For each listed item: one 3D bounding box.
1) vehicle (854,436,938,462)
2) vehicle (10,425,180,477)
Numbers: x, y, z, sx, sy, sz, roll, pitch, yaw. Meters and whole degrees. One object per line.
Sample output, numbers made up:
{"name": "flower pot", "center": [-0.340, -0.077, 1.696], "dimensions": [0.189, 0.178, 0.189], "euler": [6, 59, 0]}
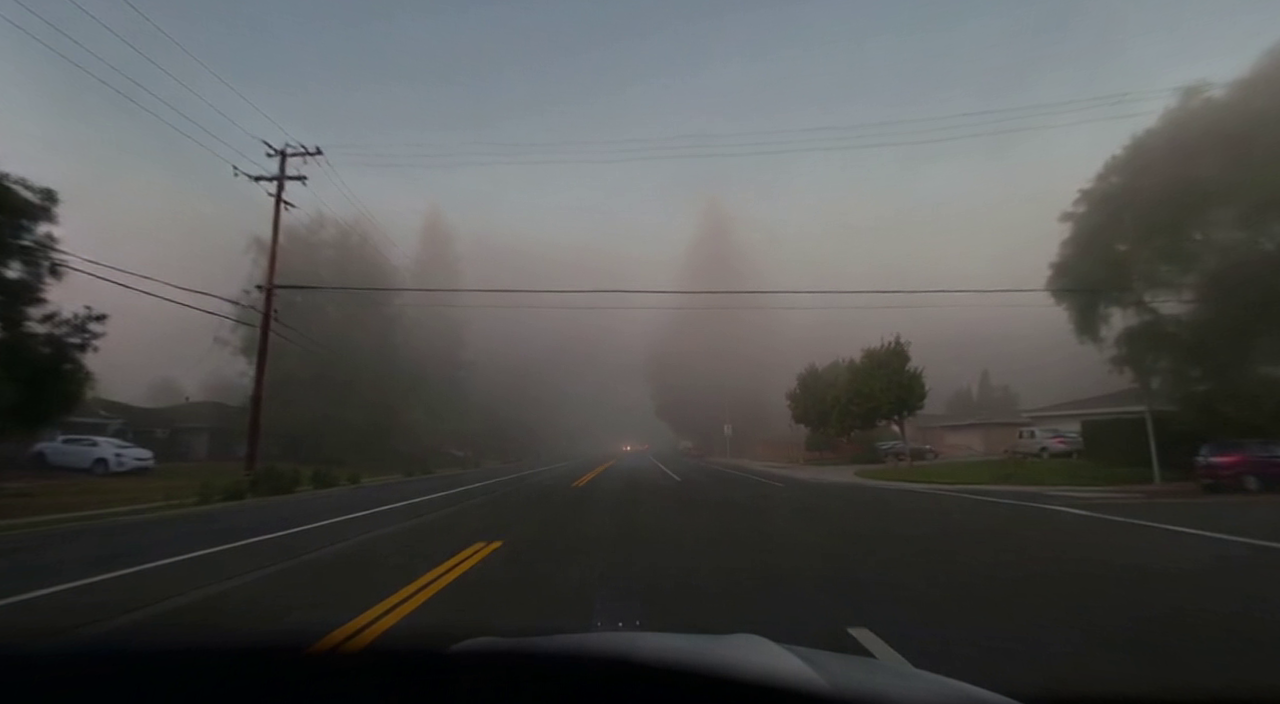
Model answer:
{"name": "vehicle", "center": [16.327, 6.192, 40.459], "dimensions": [4.443, 1.497, 2.168], "euler": [-1, -9, 0]}
{"name": "vehicle", "center": [-22.274, 4.064, 26.030], "dimensions": [4.722, 1.983, 2.346], "euler": [-1, -8, -2]}
